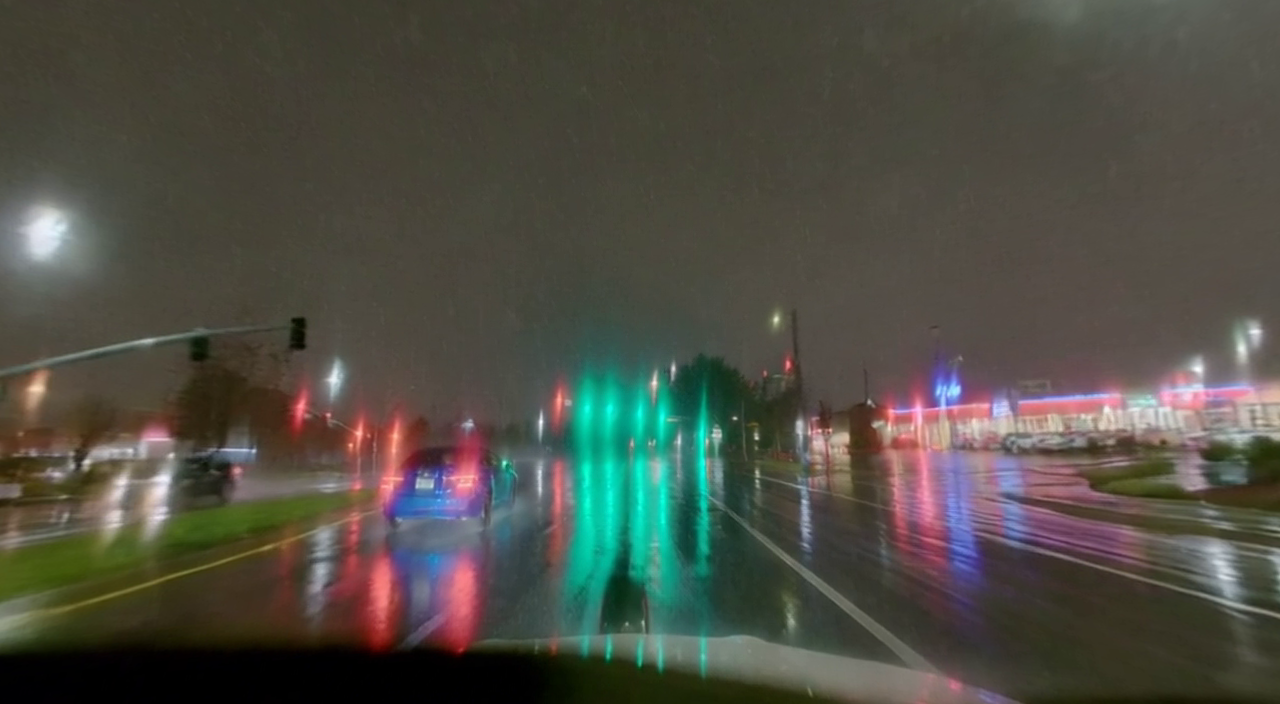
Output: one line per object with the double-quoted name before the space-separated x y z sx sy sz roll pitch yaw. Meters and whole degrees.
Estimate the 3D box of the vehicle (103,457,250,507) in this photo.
"vehicle" -17.917 5.014 24.757 2.116 1.524 4.800 -3 -8 1

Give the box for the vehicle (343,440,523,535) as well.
"vehicle" -3.711 2.476 12.325 2.082 1.460 4.636 0 -8 -2
